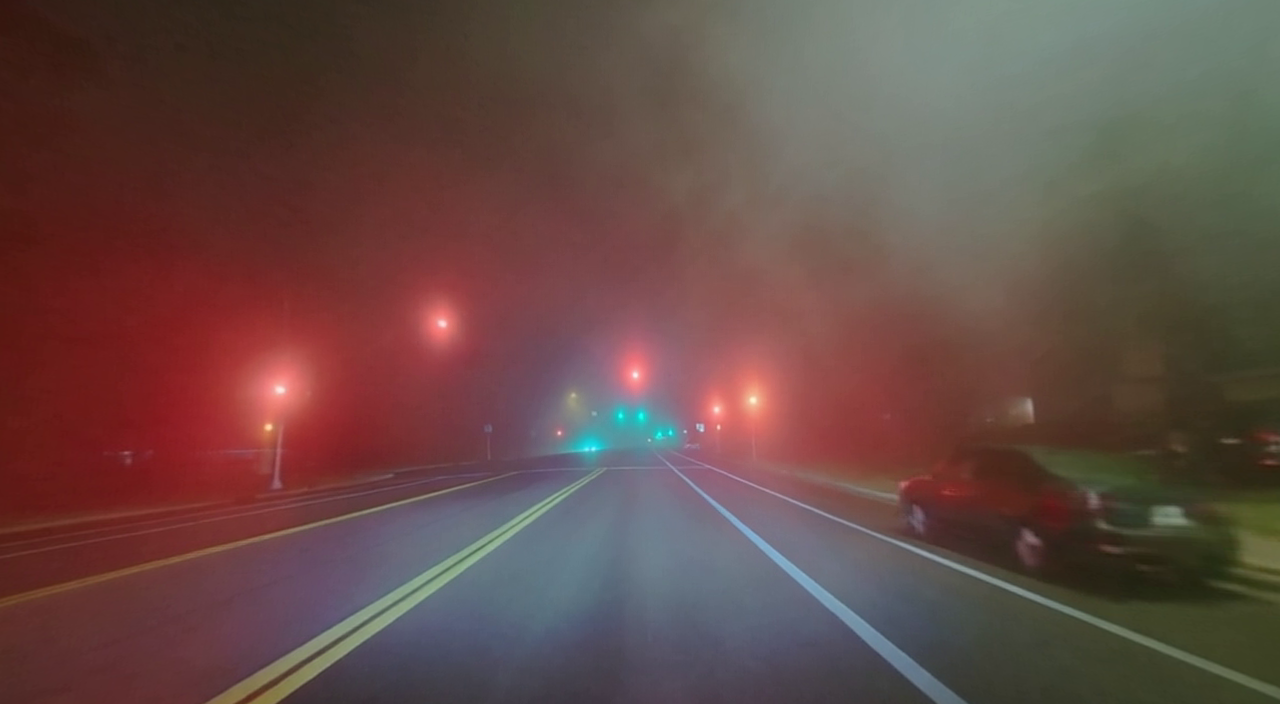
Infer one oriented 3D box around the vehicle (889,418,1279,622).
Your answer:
[{"bbox_3d":[4.783,1.575,7.083,1.995,1.472,4.884,0,-8,0],"label":"vehicle"}]
